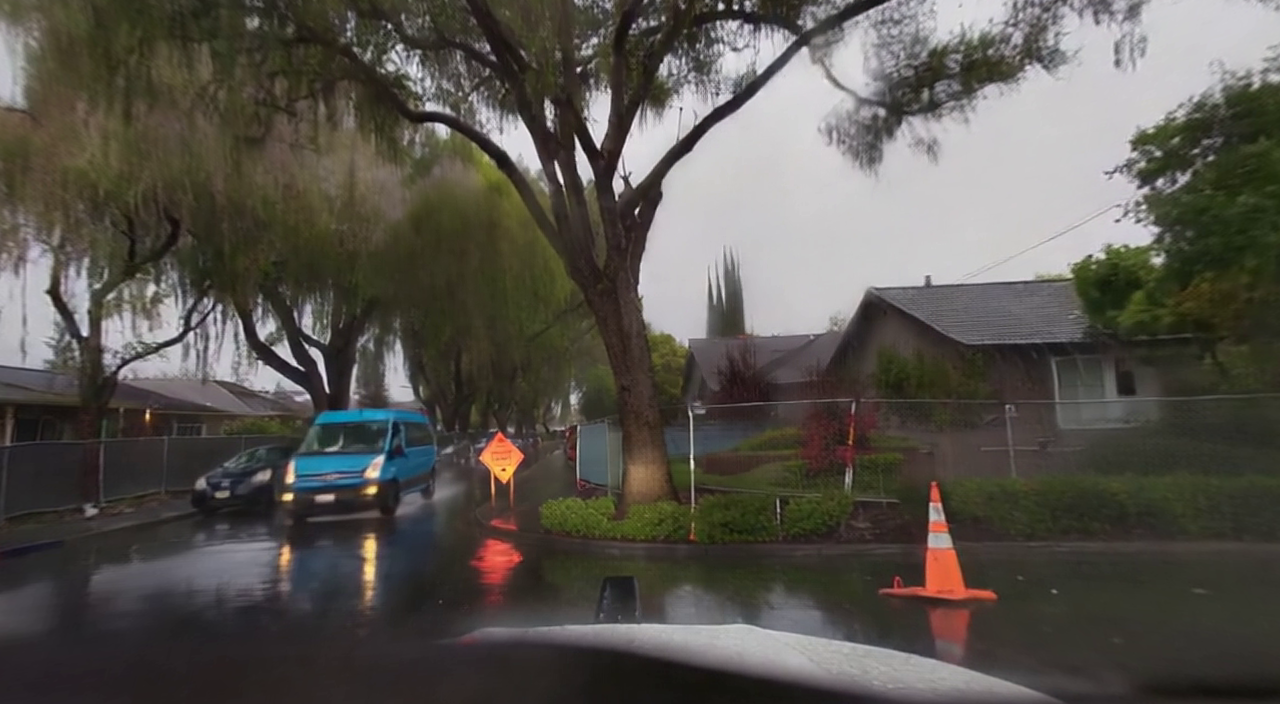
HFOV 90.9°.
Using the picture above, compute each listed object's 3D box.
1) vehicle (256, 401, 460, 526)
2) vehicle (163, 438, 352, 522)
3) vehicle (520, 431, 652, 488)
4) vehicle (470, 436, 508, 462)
[{"bbox_3d":[-5.184,2.095,12.517,2.219,1.984,4.712,1,-8,-5],"label":"vehicle"},{"bbox_3d":[-8.169,2.704,13.987,1.899,1.524,4.082,0,-7,-5],"label":"vehicle"},{"bbox_3d":[-1.444,3.058,18.394,1.827,1.436,4.070,-5,-9,29],"label":"vehicle"},{"bbox_3d":[-9.984,6.391,41.828,1.765,1.493,4.130,3,-6,-4],"label":"vehicle"}]
